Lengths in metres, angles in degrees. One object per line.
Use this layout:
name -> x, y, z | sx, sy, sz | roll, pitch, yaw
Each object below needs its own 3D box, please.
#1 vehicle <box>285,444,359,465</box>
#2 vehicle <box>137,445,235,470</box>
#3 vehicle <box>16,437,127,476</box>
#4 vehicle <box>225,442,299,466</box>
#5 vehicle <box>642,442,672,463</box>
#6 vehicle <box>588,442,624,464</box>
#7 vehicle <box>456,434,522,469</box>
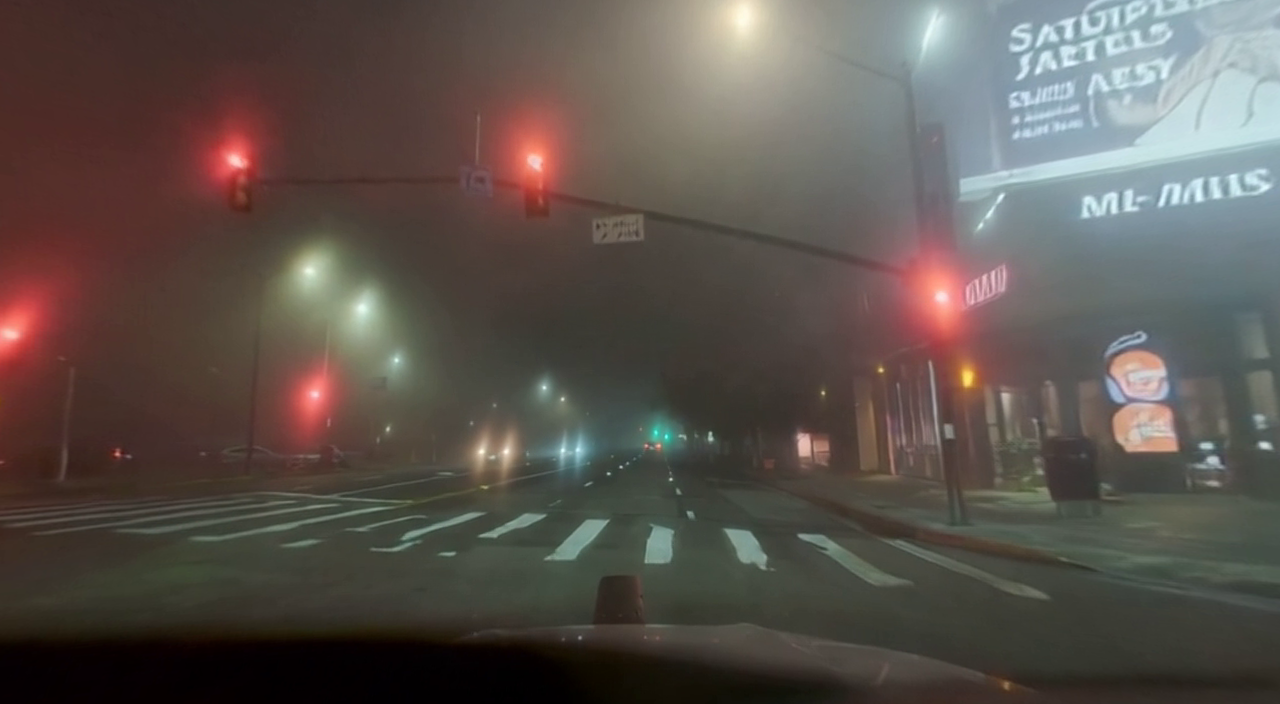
vehicle -> -23.497, 7.595, 46.857 | 1.985, 1.469, 4.428 | -5, -10, 29
vehicle -> -27.815, 6.438, 38.873 | 1.755, 1.445, 4.485 | -5, -10, 29
vehicle -> -28.322, 5.188, 31.550 | 1.643, 1.755, 3.666 | -4, -9, 34
vehicle -> -27.519, 7.398, 46.130 | 1.969, 1.636, 4.136 | -5, -10, 29
vehicle -> 1.303, 7.732, 48.886 | 2.168, 1.545, 4.047 | 0, -8, 1
vehicle -> -2.312, 7.076, 44.311 | 1.962, 1.420, 4.021 | -1, -9, 5
vehicle -> -8.438, 5.642, 35.839 | 2.281, 1.834, 4.736 | -1, -9, 3
